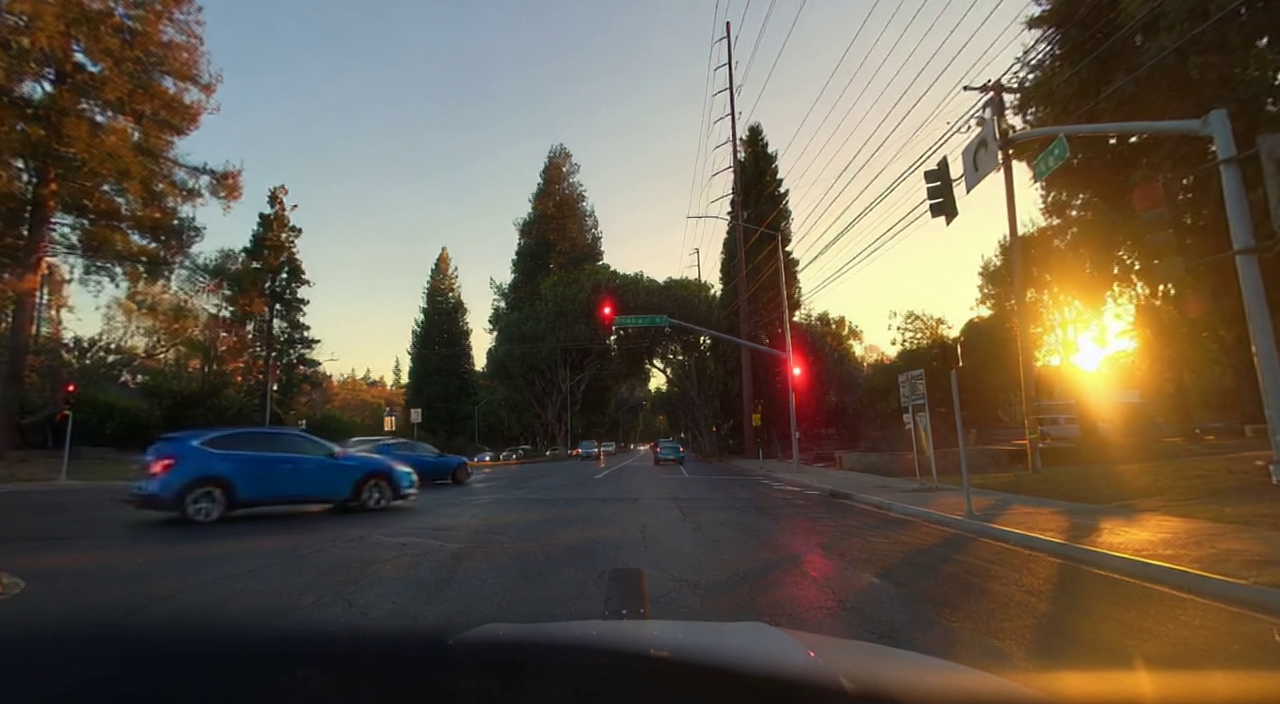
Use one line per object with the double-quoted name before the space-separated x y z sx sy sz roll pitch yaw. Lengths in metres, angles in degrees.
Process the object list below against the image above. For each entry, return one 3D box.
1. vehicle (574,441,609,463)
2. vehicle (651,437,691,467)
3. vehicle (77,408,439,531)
"vehicle" -3.490 7.254 45.661 1.904 1.482 4.603 -1 -8 4
"vehicle" 1.761 5.875 37.100 2.051 1.666 4.607 0 -8 -1
"vehicle" -7.496 2.310 12.973 5.930 1.986 2.137 7 -11 -39
